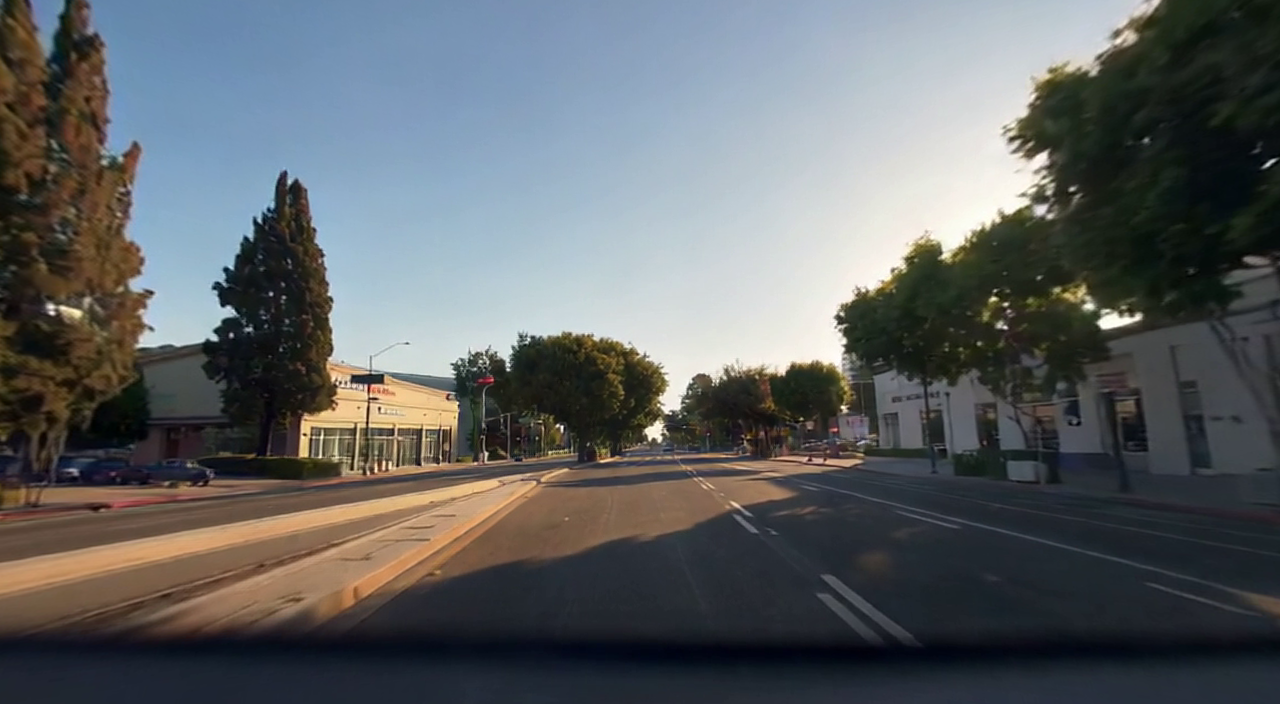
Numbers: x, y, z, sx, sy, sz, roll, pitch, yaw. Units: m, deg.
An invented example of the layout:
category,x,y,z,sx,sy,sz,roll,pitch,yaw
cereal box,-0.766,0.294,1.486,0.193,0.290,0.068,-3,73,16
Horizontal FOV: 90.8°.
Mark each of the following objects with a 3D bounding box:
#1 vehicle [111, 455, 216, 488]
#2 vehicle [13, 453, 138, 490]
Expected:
category,x,y,z,sx,sy,sz,roll,pitch,yaw
vehicle,-24.854,6.208,33.189,1.908,1.502,4.584,0,-8,1
vehicle,-29.700,6.263,33.477,2.101,1.733,4.689,0,-8,3
